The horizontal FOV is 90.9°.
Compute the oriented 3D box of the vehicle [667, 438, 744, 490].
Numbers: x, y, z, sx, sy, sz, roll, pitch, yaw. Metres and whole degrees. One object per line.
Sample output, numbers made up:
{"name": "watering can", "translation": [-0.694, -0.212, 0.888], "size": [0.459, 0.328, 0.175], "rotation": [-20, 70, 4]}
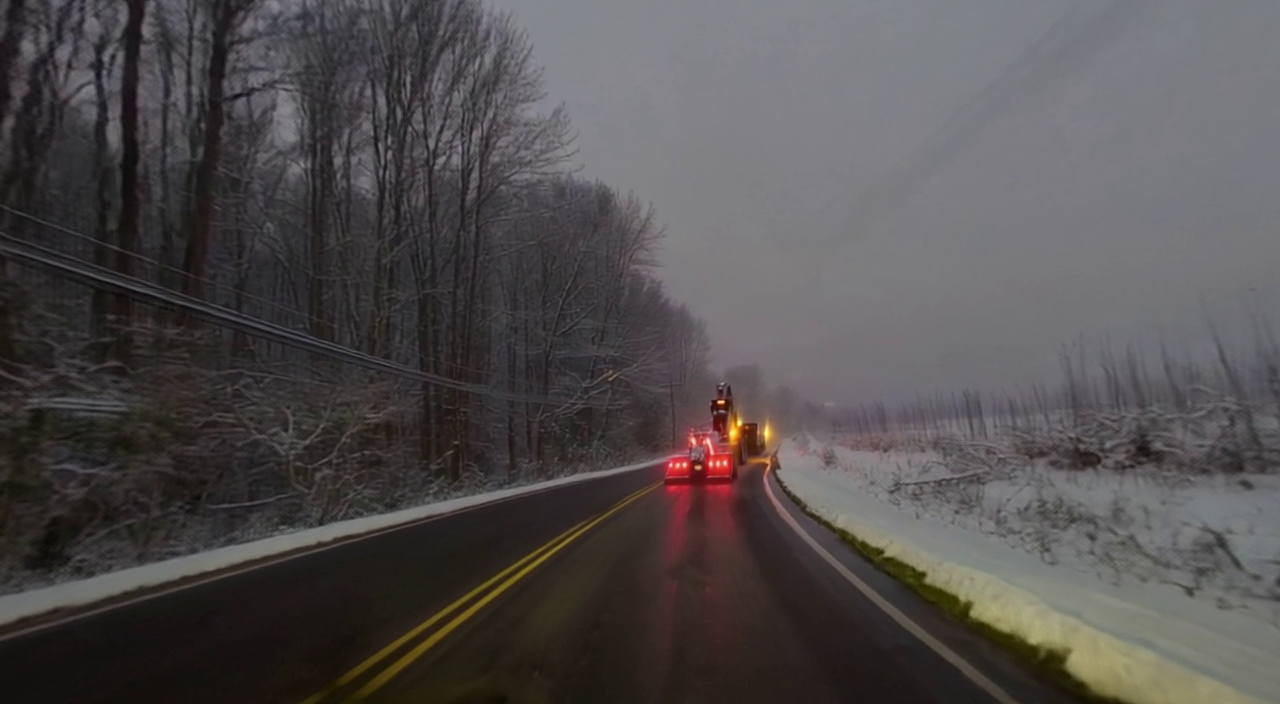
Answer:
{"name": "vehicle", "translation": [2.139, 3.575, 20.486], "size": [2.196, 1.465, 4.294], "rotation": [-1, -9, 7]}
